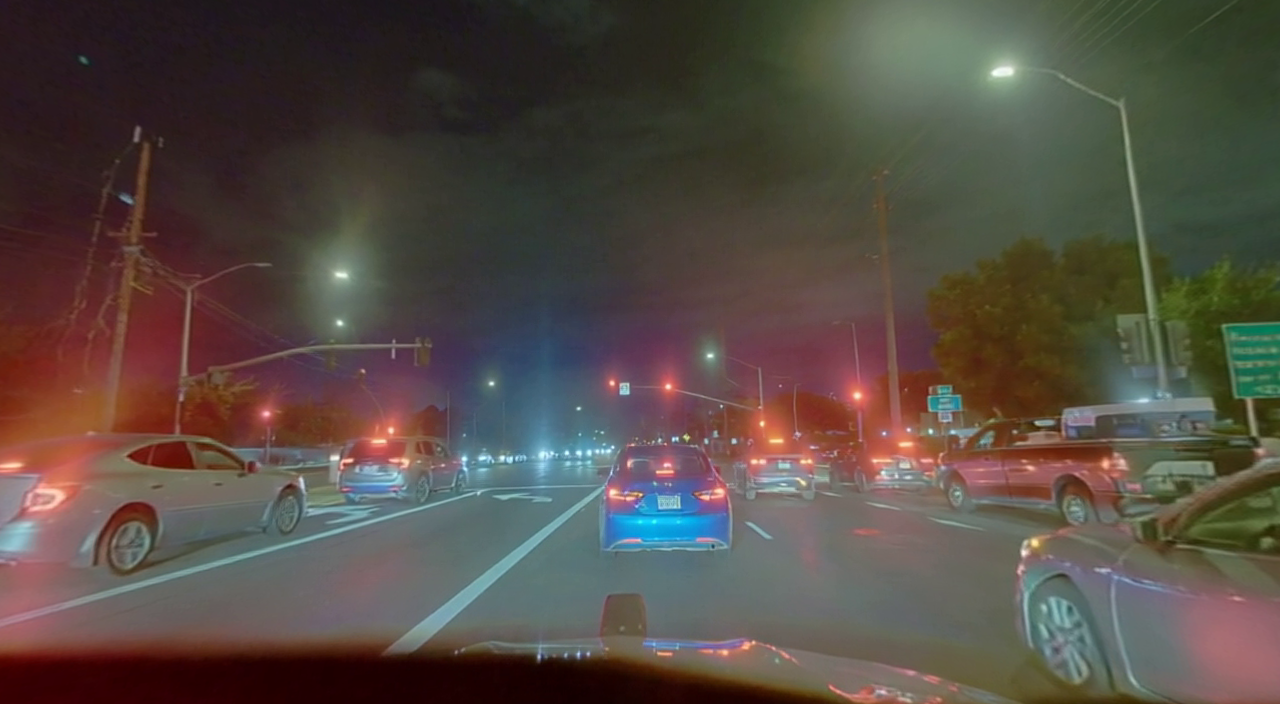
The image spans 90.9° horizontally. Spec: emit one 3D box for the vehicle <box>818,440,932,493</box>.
[{"bbox_3d":[7.271,3.557,20.057,1.867,1.459,4.436,0,-8,-1],"label":"vehicle"}]

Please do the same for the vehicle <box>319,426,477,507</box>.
[{"bbox_3d":[-6.239,3.005,17.106,2.070,1.824,5.196,-1,-8,2],"label":"vehicle"}]

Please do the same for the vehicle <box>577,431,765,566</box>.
[{"bbox_3d":[0.328,1.939,9.129,2.109,1.483,3.964,0,-8,-1],"label":"vehicle"}]

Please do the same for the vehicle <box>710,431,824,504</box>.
[{"bbox_3d":[3.239,3.039,17.094,2.042,1.676,4.364,0,-8,-2],"label":"vehicle"}]

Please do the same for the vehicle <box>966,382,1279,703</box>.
[{"bbox_3d":[3.101,0.856,2.073,1.870,1.523,4.096,0,-8,0],"label":"vehicle"}]

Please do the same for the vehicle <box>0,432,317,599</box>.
[{"bbox_3d":[-6.404,1.831,8.112,1.955,1.497,4.639,-1,-8,1],"label":"vehicle"}]
